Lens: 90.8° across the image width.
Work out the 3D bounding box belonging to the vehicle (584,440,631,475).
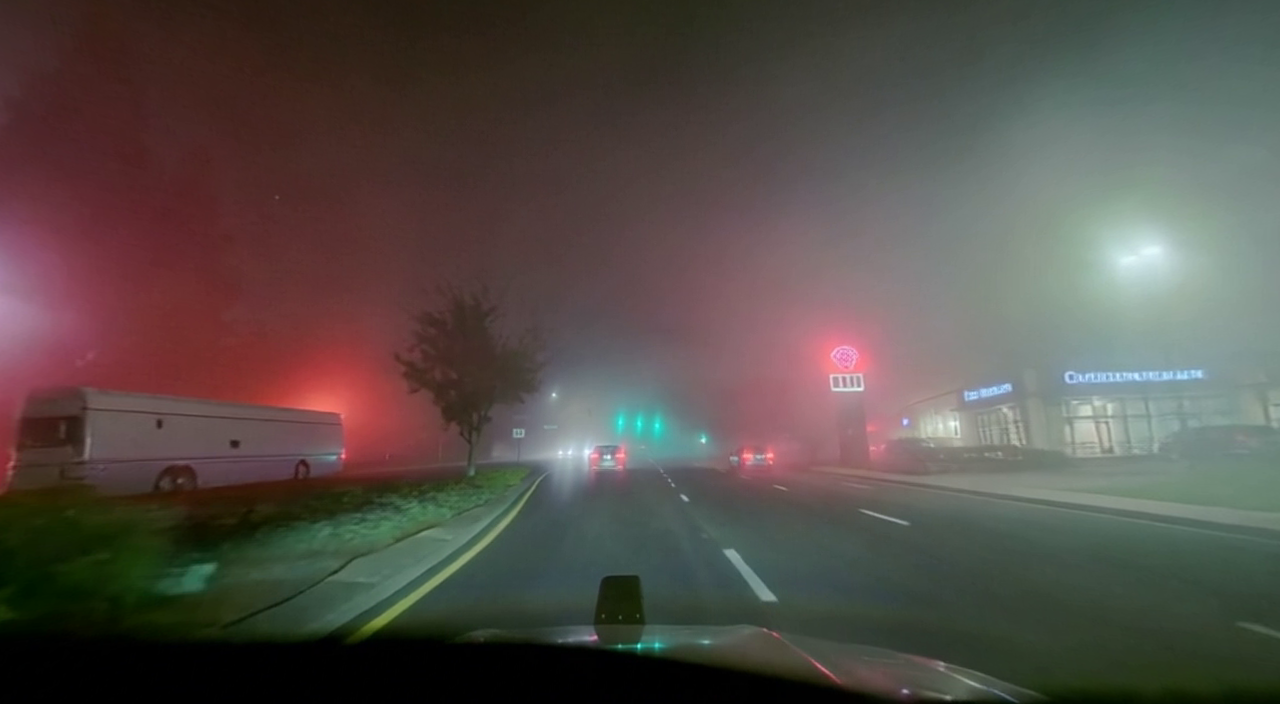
[{"bbox_3d":[-1.589,5.029,30.339,2.072,1.545,4.578,0,-8,-4],"label":"vehicle"}]

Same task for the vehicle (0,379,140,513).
[{"bbox_3d":[-19.436,2.957,20.168,2.986,3.786,4.453,0,-8,1],"label":"vehicle"}]

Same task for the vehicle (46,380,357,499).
[{"bbox_3d":[-19.285,4.331,30.809,3.133,4.167,16.699,0,-8,1],"label":"vehicle"}]

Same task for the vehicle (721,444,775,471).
[{"bbox_3d":[6.211,6.114,36.817,2.075,1.475,4.571,0,-8,-3],"label":"vehicle"}]
